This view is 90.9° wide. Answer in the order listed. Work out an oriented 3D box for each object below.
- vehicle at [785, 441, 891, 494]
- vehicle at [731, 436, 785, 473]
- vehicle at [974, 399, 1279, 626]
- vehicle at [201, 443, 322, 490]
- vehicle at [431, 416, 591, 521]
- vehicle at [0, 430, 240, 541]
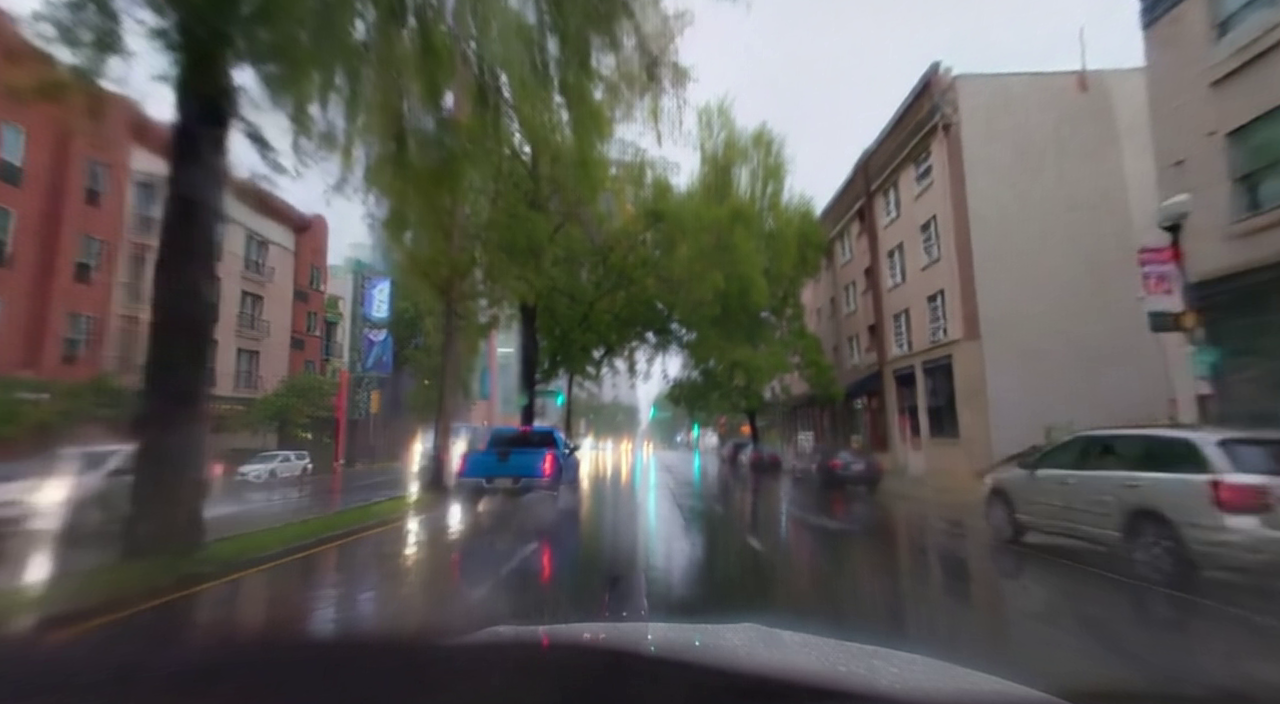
[{"bbox_3d":[6.193,3.636,20.256,1.988,1.514,3.962,0,-9,-1],"label":"vehicle"},{"bbox_3d":[6.196,5.450,33.702,2.043,1.841,4.842,0,-9,1],"label":"vehicle"},{"bbox_3d":[5.963,1.555,6.959,2.018,1.743,4.529,0,-9,0],"label":"vehicle"},{"bbox_3d":[-16.132,4.893,27.291,2.030,1.801,5.036,0,-9,1],"label":"vehicle"},{"bbox_3d":[-2.441,2.423,13.632,2.197,1.786,5.365,0,-9,1],"label":"vehicle"},{"bbox_3d":[-10.263,2.433,12.157,2.110,1.714,4.500,0,-9,0],"label":"vehicle"}]
